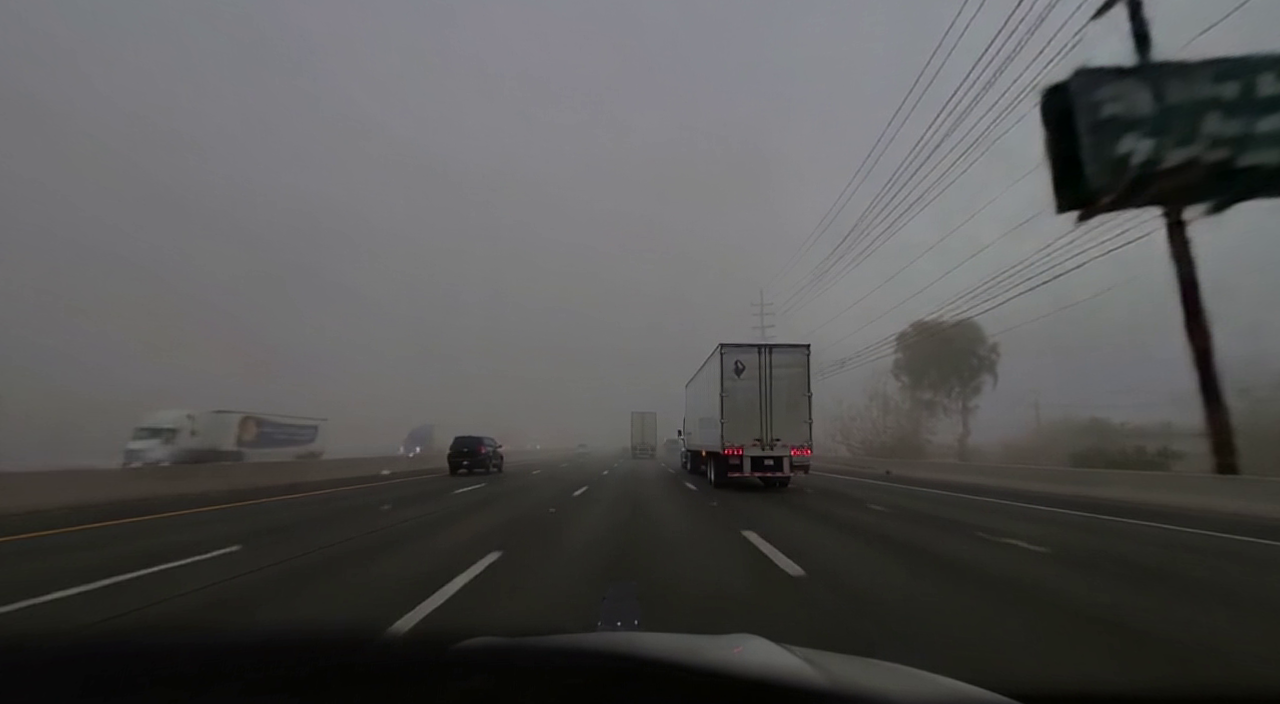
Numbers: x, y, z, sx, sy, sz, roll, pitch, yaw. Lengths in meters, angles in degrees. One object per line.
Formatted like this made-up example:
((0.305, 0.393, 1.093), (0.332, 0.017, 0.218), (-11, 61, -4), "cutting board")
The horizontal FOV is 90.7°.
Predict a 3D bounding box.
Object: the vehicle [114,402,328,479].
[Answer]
((-28.312, 6.386, 45.083), (2.823, 4.374, 17.794), (-1, -9, 1), "vehicle")

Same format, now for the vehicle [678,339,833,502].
((3.433, 2.954, 24.431), (2.892, 4.152, 16.575), (0, -9, 0), "vehicle")

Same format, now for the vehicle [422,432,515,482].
((-7.356, 4.598, 27.961), (2.425, 1.917, 5.647), (0, -9, 1), "vehicle")
